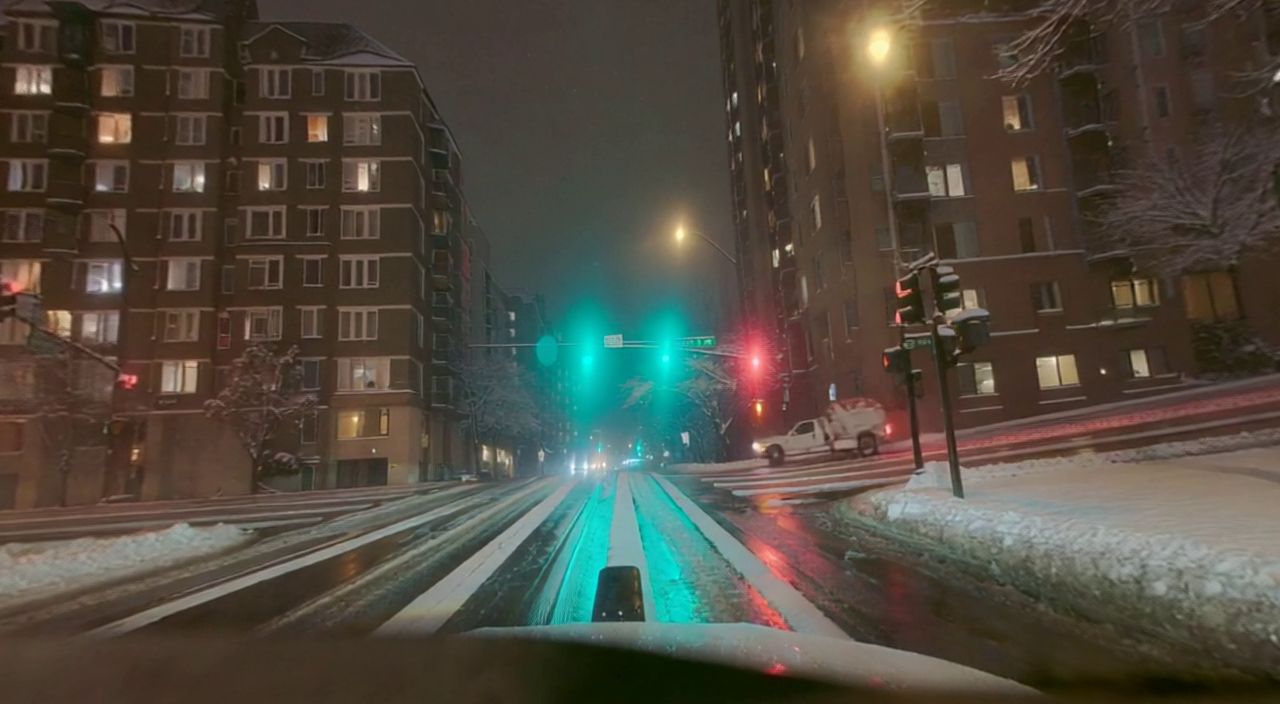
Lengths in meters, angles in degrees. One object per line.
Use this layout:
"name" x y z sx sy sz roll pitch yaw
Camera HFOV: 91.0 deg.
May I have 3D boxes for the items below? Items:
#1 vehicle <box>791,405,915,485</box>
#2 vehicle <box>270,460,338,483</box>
"vehicle" 9.689 4.170 28.106 2.948 3.071 7.295 -6 -11 36
"vehicle" -24.667 8.791 46.291 3.882 1.600 1.768 0 -9 2
